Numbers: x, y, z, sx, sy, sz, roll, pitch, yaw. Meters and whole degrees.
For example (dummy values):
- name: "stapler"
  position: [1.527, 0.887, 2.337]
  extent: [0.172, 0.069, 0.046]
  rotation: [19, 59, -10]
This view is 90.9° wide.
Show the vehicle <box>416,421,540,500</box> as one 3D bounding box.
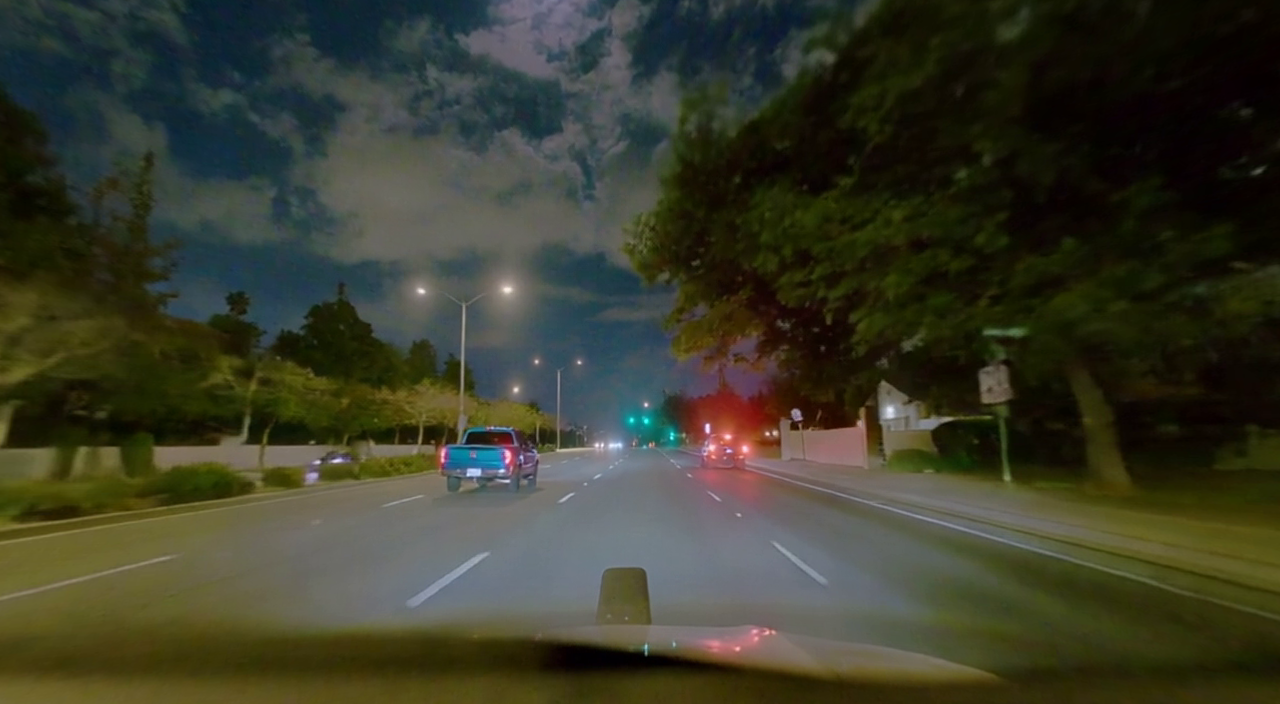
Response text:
- name: "vehicle"
  position: [-4.020, 2.798, 16.585]
  extent: [2.002, 1.747, 4.728]
  rotation: [0, -8, 0]

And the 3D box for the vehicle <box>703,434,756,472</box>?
- name: "vehicle"
  position: [4.327, 4.936, 31.031]
  extent: [2.016, 1.736, 4.356]
  rotation: [0, -8, 1]

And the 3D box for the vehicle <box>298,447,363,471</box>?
- name: "vehicle"
  position: [-20.374, 7.044, 41.686]
  extent: [1.939, 1.475, 4.491]
  rotation: [0, -8, 1]
